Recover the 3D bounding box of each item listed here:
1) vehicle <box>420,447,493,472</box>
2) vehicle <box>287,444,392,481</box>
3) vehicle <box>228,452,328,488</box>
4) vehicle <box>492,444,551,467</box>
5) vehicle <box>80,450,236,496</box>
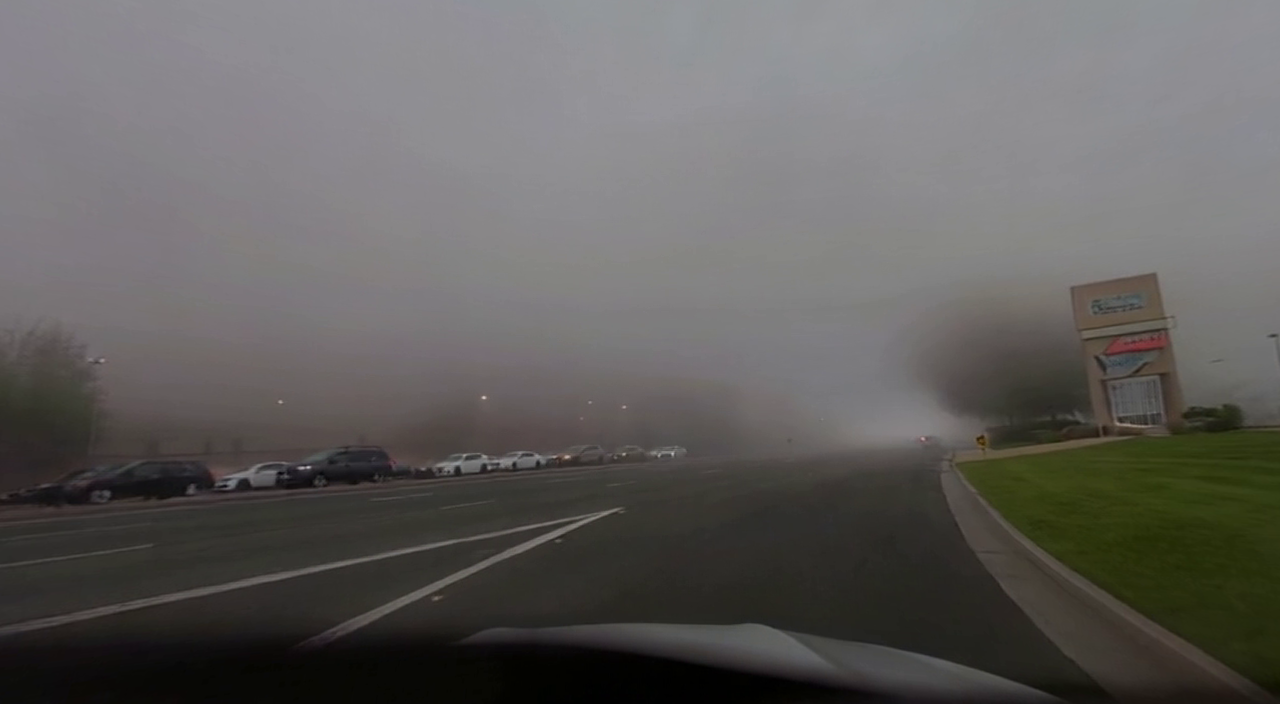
[{"bbox_3d":[-11.622,6.807,40.233,1.832,1.473,4.377,-4,-10,29],"label":"vehicle"},{"bbox_3d":[-15.694,5.740,33.192,1.969,1.758,4.662,-4,-9,27],"label":"vehicle"},{"bbox_3d":[-21.190,6.851,37.116,2.123,1.897,4.580,-4,-9,26],"label":"vehicle"},{"bbox_3d":[-8.614,7.611,46.198,1.851,1.450,4.396,-11,-13,26],"label":"vehicle"},{"bbox_3d":[-19.590,4.892,25.866,1.876,1.642,4.600,-4,-9,27],"label":"vehicle"}]
